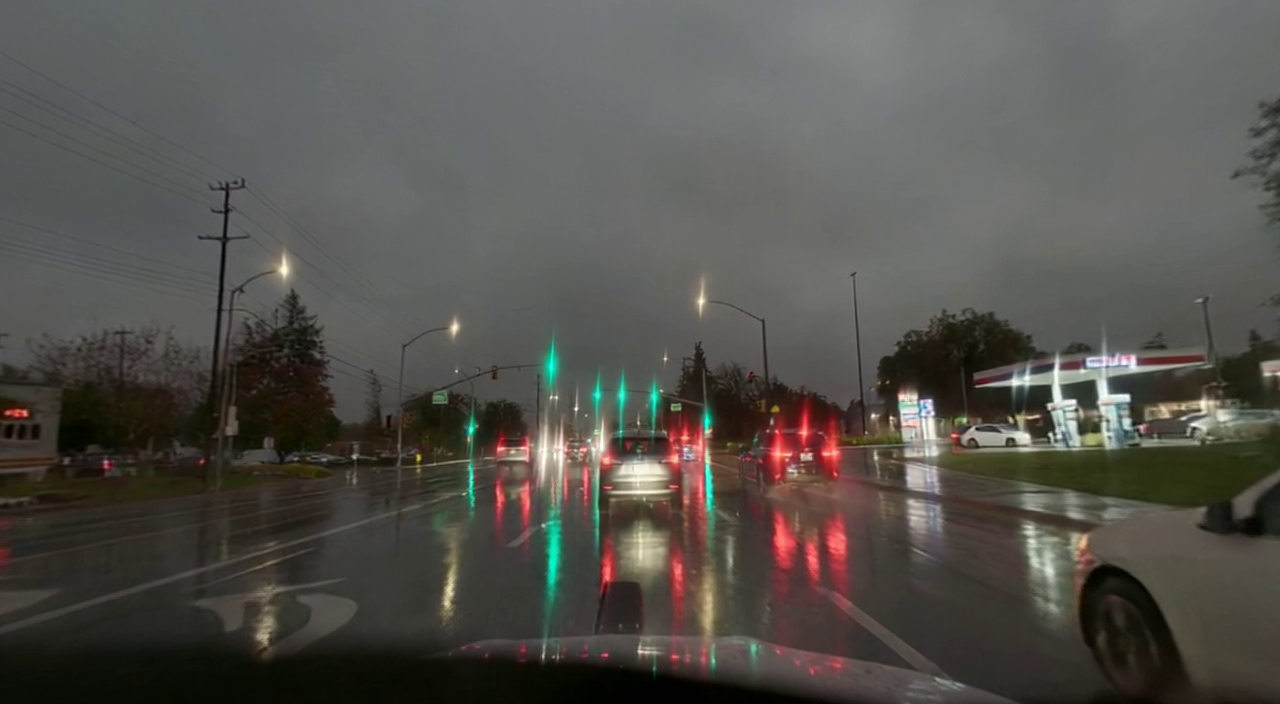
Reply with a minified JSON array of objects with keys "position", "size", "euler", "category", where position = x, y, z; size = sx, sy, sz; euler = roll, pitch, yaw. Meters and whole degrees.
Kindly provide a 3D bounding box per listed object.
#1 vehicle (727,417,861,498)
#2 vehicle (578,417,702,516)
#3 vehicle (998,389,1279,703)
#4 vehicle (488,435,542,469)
[{"position":[3.770,2.715,16.586],"size":[2.116,1.791,5.006],"euler":[0,-8,-2],"category":"vehicle"},{"position":[-0.070,2.297,13.061],"size":[2.164,1.718,3.881],"euler":[0,-8,-2],"category":"vehicle"},{"position":[3.331,0.811,1.892],"size":[1.904,1.472,4.358],"euler":[0,-8,-1],"category":"vehicle"},{"position":[-6.515,5.283,33.529],"size":[1.994,1.695,4.471],"euler":[0,-8,-1],"category":"vehicle"}]
